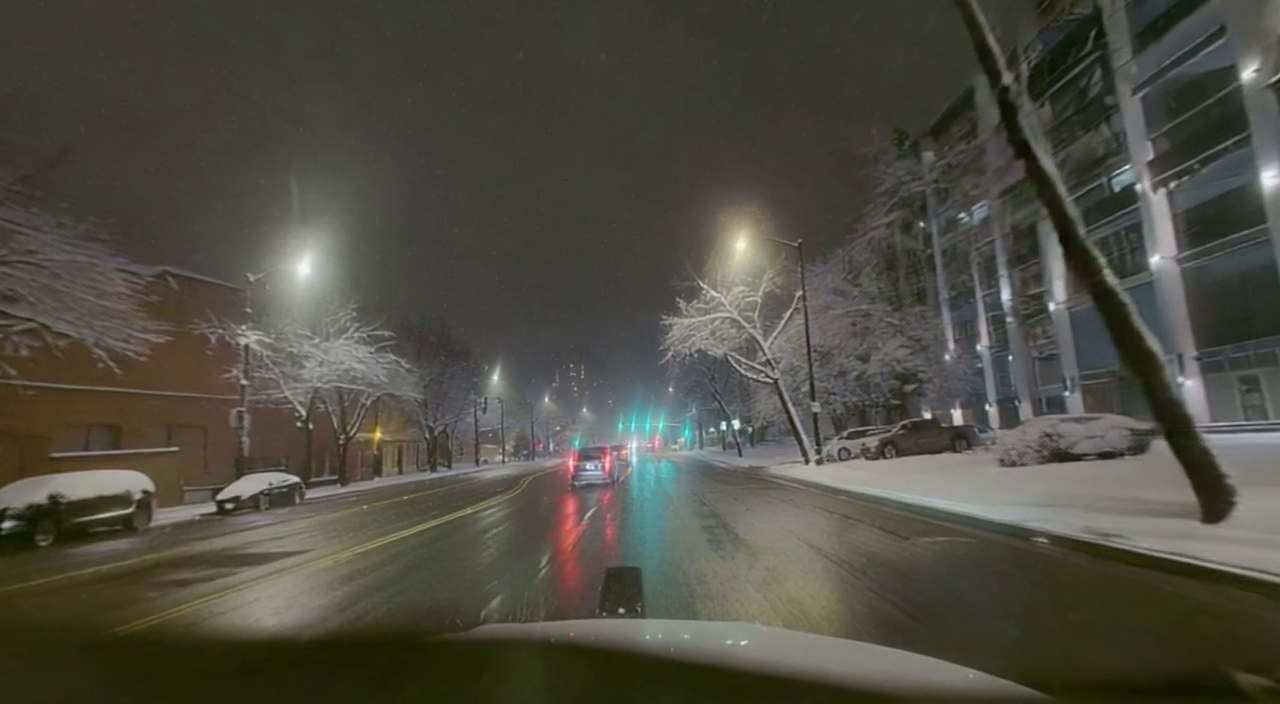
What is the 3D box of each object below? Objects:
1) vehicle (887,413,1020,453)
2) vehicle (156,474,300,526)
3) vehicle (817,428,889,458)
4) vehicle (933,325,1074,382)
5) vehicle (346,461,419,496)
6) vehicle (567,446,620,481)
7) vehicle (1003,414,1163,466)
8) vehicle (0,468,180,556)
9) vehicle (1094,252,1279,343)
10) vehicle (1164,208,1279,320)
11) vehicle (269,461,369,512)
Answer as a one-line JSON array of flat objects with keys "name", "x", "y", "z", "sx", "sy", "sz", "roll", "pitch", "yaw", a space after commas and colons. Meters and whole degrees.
[{"name": "vehicle", "x": 13.572, "y": 3.575, "z": 27.623, "sx": 4.619, "sy": 1.626, "sz": 2.121, "roll": -1, "pitch": -9, "yaw": 5}, {"name": "vehicle", "x": -14.858, "y": 5.345, "z": 23.180, "sx": 2.021, "sy": 1.438, "sz": 4.616, "roll": -2, "pitch": -9, "yaw": 3}, {"name": "vehicle", "x": 12.878, "y": 5.524, "z": 38.347, "sx": 3.556, "sy": 1.414, "sz": 1.851, "roll": -5, "pitch": -7, "yaw": -3}, {"name": "vehicle", "x": 12.873, "y": 0.087, "z": 22.572, "sx": 3.826, "sy": 1.601, "sz": 1.807, "roll": -3, "pitch": -8, "yaw": -2}, {"name": "vehicle", "x": -14.295, "y": 7.014, "z": 35.341, "sx": 1.984, "sy": 1.635, "sz": 4.525, "roll": -3, "pitch": -9, "yaw": 3}, {"name": "vehicle", "x": -2.061, "y": 5.083, "z": 29.021, "sx": 2.051, "sy": 1.454, "sz": 4.132, "roll": 0, "pitch": -8, "yaw": 1}, {"name": "vehicle", "x": 13.452, "y": 2.667, "z": 19.356, "sx": 3.527, "sy": 1.496, "sz": 1.836, "roll": 0, "pitch": -7, "yaw": -2}, {"name": "vehicle", "x": -15.300, "y": 4.237, "z": 17.181, "sx": 2.079, "sy": 1.847, "sz": 4.592, "roll": -4, "pitch": -9, "yaw": 2}, {"name": "vehicle", "x": 12.921, "y": -1.210, "z": 14.337, "sx": 3.766, "sy": 1.593, "sz": 1.771, "roll": -2, "pitch": -9, "yaw": -2}, {"name": "vehicle", "x": 12.317, "y": -1.572, "z": 11.521, "sx": 3.827, "sy": 1.556, "sz": 1.730, "roll": -1, "pitch": -10, "yaw": 2}, {"name": "vehicle", "x": -14.807, "y": 6.182, "z": 29.491, "sx": 1.917, "sy": 1.775, "sz": 5.018, "roll": -9, "pitch": -9, "yaw": 0}]
